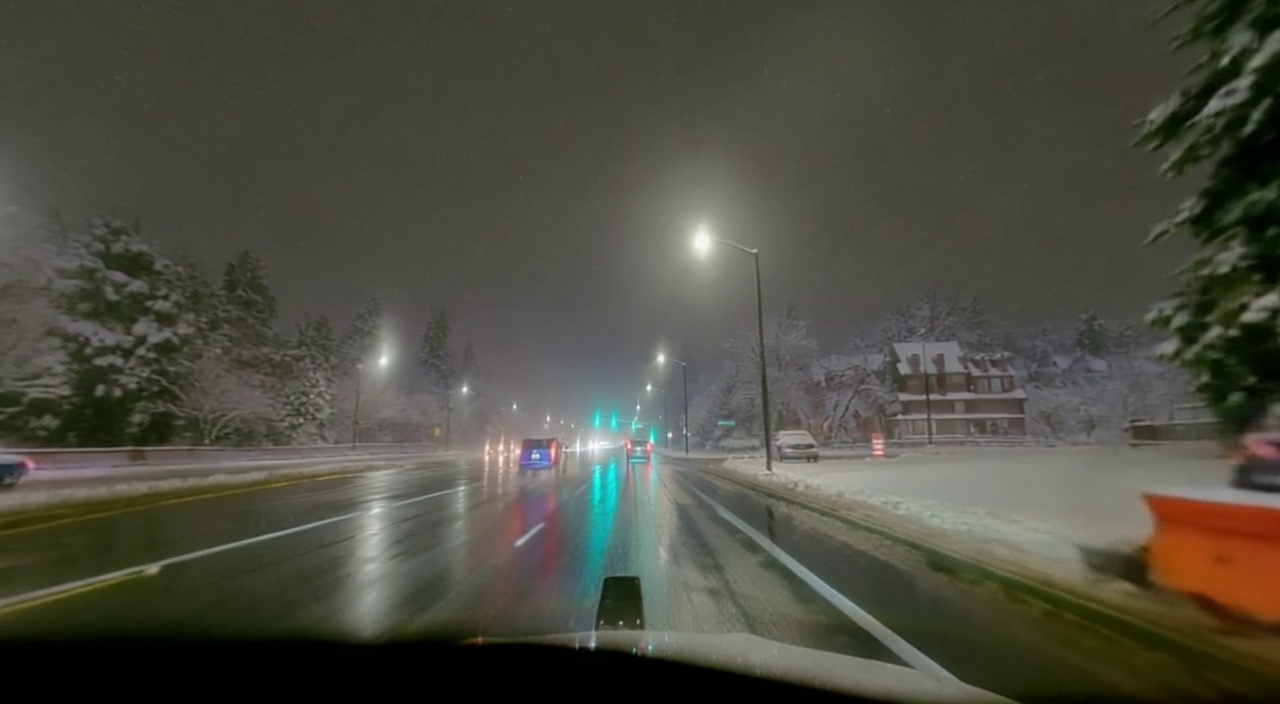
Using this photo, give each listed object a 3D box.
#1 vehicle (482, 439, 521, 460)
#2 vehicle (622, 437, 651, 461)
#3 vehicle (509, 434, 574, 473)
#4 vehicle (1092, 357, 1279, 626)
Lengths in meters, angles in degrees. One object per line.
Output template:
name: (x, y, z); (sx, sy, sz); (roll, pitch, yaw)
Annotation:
vehicle: (-10.707, 7.569, 49.058); (2.009, 1.541, 4.753); (0, -8, -1)
vehicle: (-0.246, 7.372, 48.054); (2.135, 1.711, 4.124); (0, -8, 0)
vehicle: (-4.578, 4.808, 30.023); (2.198, 1.663, 4.519); (0, -8, 2)
vehicle: (6.484, 1.013, 4.699); (4.447, 1.754, 2.182); (0, -8, 4)
